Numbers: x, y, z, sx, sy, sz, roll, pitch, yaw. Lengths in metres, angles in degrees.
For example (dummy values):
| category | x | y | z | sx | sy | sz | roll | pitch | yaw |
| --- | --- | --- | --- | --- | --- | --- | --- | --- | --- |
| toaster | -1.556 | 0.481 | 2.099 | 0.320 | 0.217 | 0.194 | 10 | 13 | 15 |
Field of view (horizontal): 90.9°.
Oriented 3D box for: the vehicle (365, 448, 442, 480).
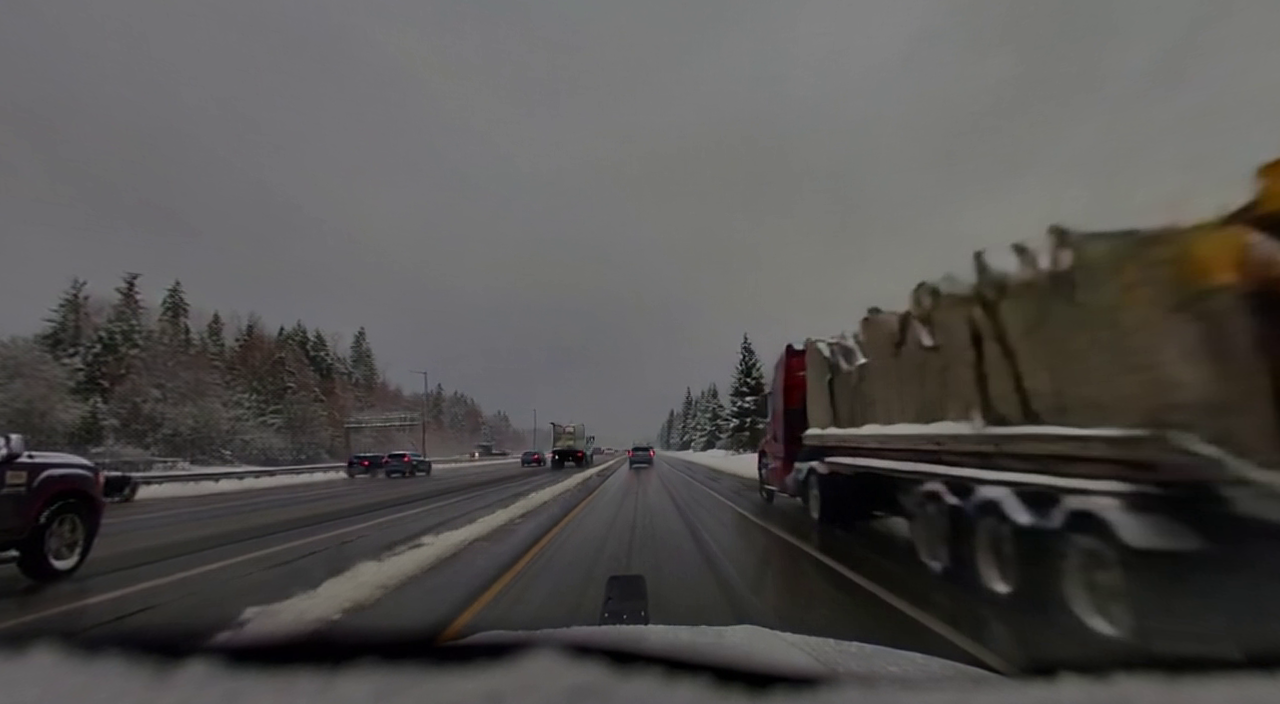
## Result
| category | x | y | z | sx | sy | sz | roll | pitch | yaw |
| --- | --- | --- | --- | --- | --- | --- | --- | --- | --- |
| vehicle | -11.967 | 5.679 | 32.291 | 1.928 | 1.480 | 4.823 | 0 | -8 | 2 |

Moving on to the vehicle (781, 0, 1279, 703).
| category | x | y | z | sx | sy | sz | roll | pitch | yaw |
| --- | --- | --- | --- | --- | --- | --- | --- | --- | --- |
| vehicle | 4.661 | 0.771 | 7.901 | 2.801 | 3.732 | 11.836 | -4 | -9 | -1 |

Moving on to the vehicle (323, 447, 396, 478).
| category | x | y | z | sx | sy | sz | roll | pitch | yaw |
| --- | --- | --- | --- | --- | --- | --- | --- | --- | --- |
| vehicle | -15.594 | 6.149 | 35.339 | 1.885 | 1.591 | 4.599 | 0 | -8 | 2 |

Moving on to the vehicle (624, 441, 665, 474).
| category | x | y | z | sx | sy | sz | roll | pitch | yaw |
| --- | --- | --- | --- | --- | --- | --- | --- | --- | --- |
| vehicle | 0.258 | 6.133 | 36.979 | 2.227 | 1.794 | 4.646 | 0 | -8 | 1 |

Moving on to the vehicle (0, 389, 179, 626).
| category | x | y | z | sx | sy | sz | roll | pitch | yaw |
| --- | --- | --- | --- | --- | --- | --- | --- | --- | --- |
| vehicle | -6.016 | 1.106 | 4.262 | 2.200 | 1.793 | 4.586 | 0 | -8 | 2 |
